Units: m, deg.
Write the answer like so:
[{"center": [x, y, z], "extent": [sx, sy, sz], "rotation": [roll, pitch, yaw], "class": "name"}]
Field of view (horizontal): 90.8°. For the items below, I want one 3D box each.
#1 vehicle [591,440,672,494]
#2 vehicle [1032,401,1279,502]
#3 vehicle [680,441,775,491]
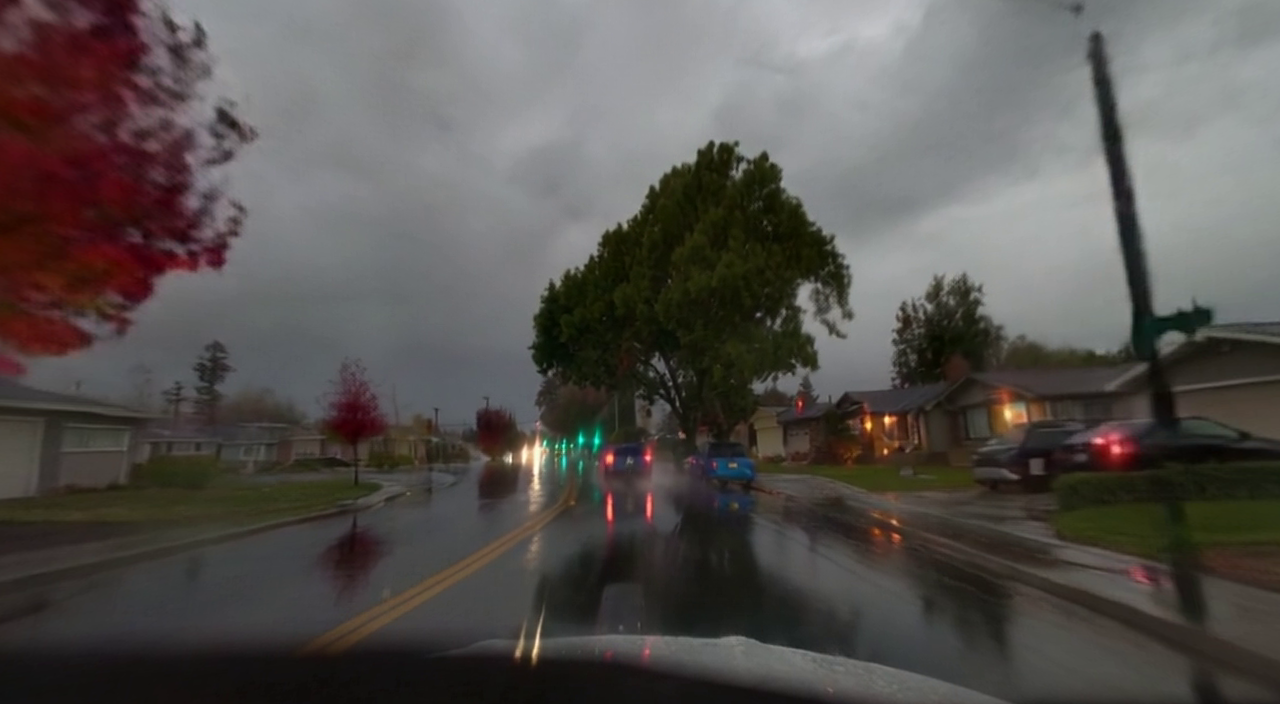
[{"center": [-0.396, 3.490, 19.626], "extent": [2.192, 1.474, 4.192], "rotation": [1, -9, -5], "class": "vehicle"}, {"center": [10.530, 1.856, 12.269], "extent": [4.524, 1.587, 2.064], "rotation": [-2, -8, -8], "class": "vehicle"}, {"center": [2.747, 3.746, 21.107], "extent": [2.089, 1.462, 4.529], "rotation": [1, -9, -6], "class": "vehicle"}]
